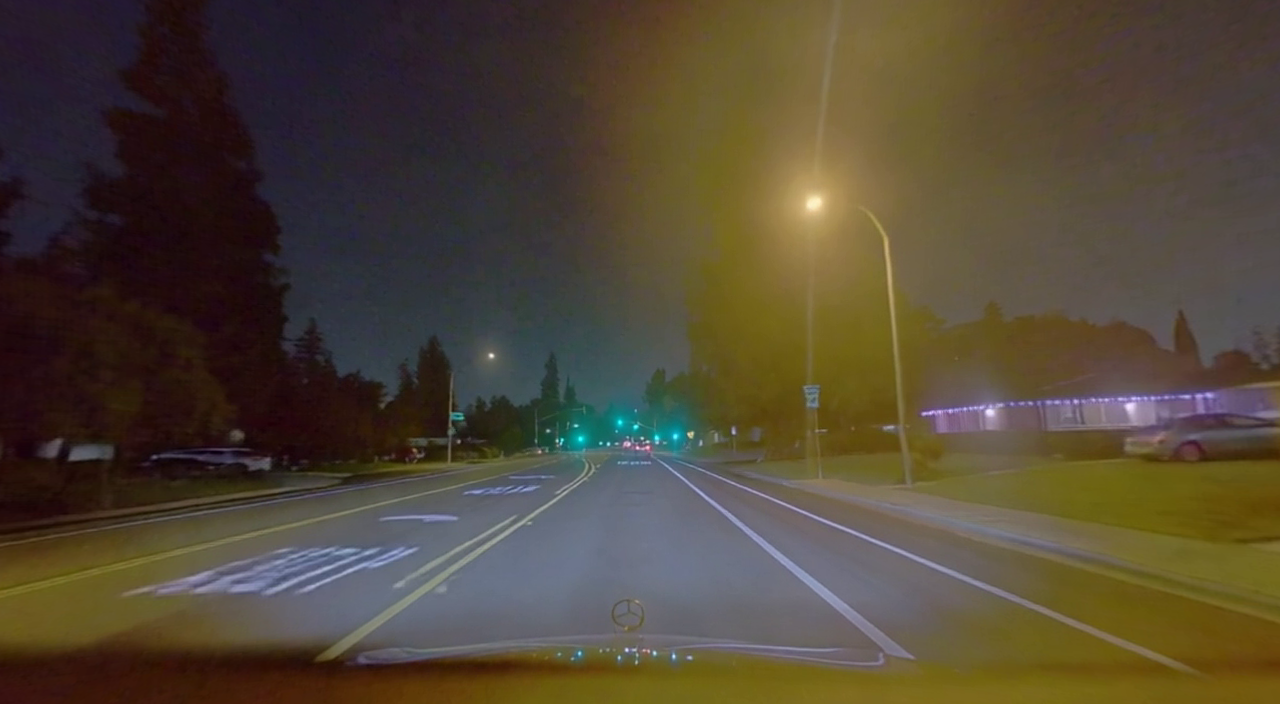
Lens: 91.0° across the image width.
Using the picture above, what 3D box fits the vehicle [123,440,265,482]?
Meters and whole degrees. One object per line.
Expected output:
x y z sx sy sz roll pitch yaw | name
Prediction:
-19.585 4.780 27.833 4.661 1.726 1.978 1 -8 -4 | vehicle

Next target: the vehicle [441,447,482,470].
-12.851 7.667 45.526 1.777 1.555 4.000 0 -8 0 | vehicle

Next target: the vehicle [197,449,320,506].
-12.902 4.212 21.587 1.791 1.552 3.919 -3 -7 0 | vehicle

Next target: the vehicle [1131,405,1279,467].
19.134 2.629 19.771 5.425 1.806 2.331 0 -7 1 | vehicle
